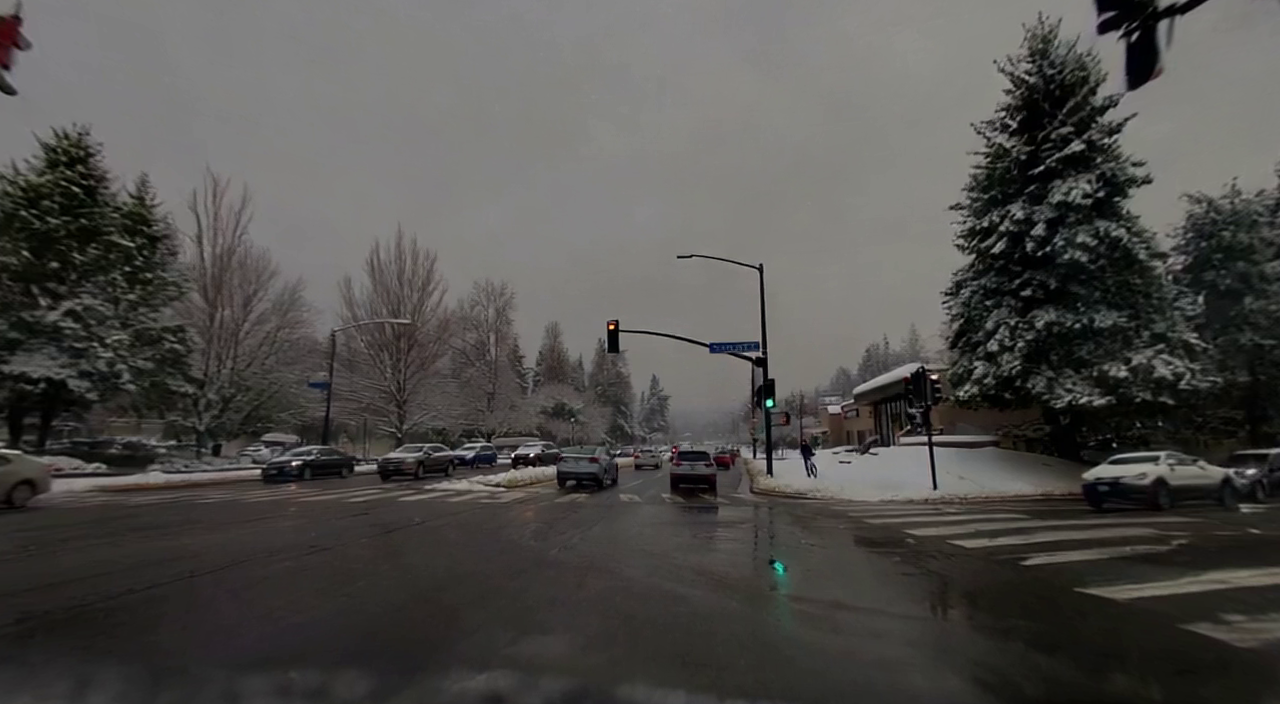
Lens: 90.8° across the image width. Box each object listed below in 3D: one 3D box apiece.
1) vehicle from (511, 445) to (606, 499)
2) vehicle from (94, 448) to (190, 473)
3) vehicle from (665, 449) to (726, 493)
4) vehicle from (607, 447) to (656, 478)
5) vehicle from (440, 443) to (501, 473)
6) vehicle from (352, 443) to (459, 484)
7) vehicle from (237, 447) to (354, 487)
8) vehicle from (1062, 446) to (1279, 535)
[{"bbox_3d":[-2.404,3.680,19.847,1.921,1.477,4.083,-1,-9,8],"label":"vehicle"},{"bbox_3d":[-32.364,7.053,41.263,1.760,1.465,4.788,-2,-9,11],"label":"vehicle"},{"bbox_3d":[2.157,4.410,23.769,2.085,1.475,3.976,-1,-9,7],"label":"vehicle"},{"bbox_3d":[-0.395,5.882,34.038,1.887,1.517,4.254,-2,-9,10],"label":"vehicle"},{"bbox_3d":[-10.649,6.682,40.107,1.961,1.731,4.450,-2,-9,10],"label":"vehicle"},{"bbox_3d":[-9.566,4.558,26.256,1.923,1.516,4.727,-2,-9,10],"label":"vehicle"},{"bbox_3d":[-13.988,4.677,25.986,1.896,1.455,4.257,-2,-8,10],"label":"vehicle"},{"bbox_3d":[11.003,2.551,12.170,4.472,1.471,2.148,2,-9,-12],"label":"vehicle"}]
